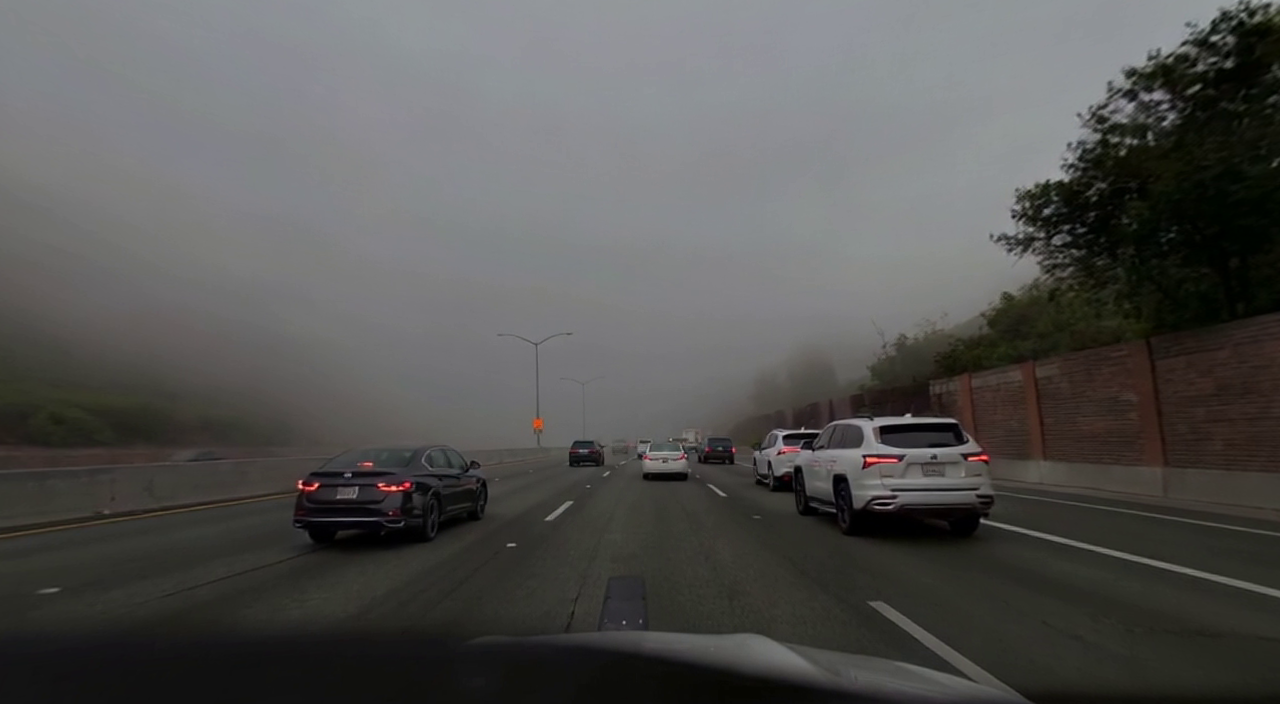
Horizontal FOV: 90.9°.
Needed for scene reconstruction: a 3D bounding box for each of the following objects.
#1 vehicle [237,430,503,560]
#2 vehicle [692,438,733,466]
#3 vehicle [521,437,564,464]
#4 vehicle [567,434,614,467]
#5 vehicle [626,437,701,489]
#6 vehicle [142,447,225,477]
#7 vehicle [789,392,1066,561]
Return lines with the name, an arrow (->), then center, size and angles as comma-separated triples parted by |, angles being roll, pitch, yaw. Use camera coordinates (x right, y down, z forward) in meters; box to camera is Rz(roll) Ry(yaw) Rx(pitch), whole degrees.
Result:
vehicle -> -3.538, 1.938, 9.369 | 1.961, 1.456, 4.362 | 0, -8, 1
vehicle -> 4.112, 5.715, 36.356 | 1.855, 1.513, 3.915 | 0, -8, 0
vehicle -> -6.738, 6.891, 44.277 | 2.055, 1.751, 4.825 | 0, -8, 2
vehicle -> -2.802, 5.787, 37.073 | 2.154, 1.793, 4.736 | 0, -8, 3
vehicle -> 0.686, 3.422, 19.807 | 2.105, 1.471, 3.978 | 0, -8, 0
vehicle -> -28.941, 6.949, 40.160 | 1.840, 1.725, 4.605 | 0, -8, 0
vehicle -> 3.656, 1.662, 9.105 | 1.930, 1.831, 4.344 | 0, -8, 0
